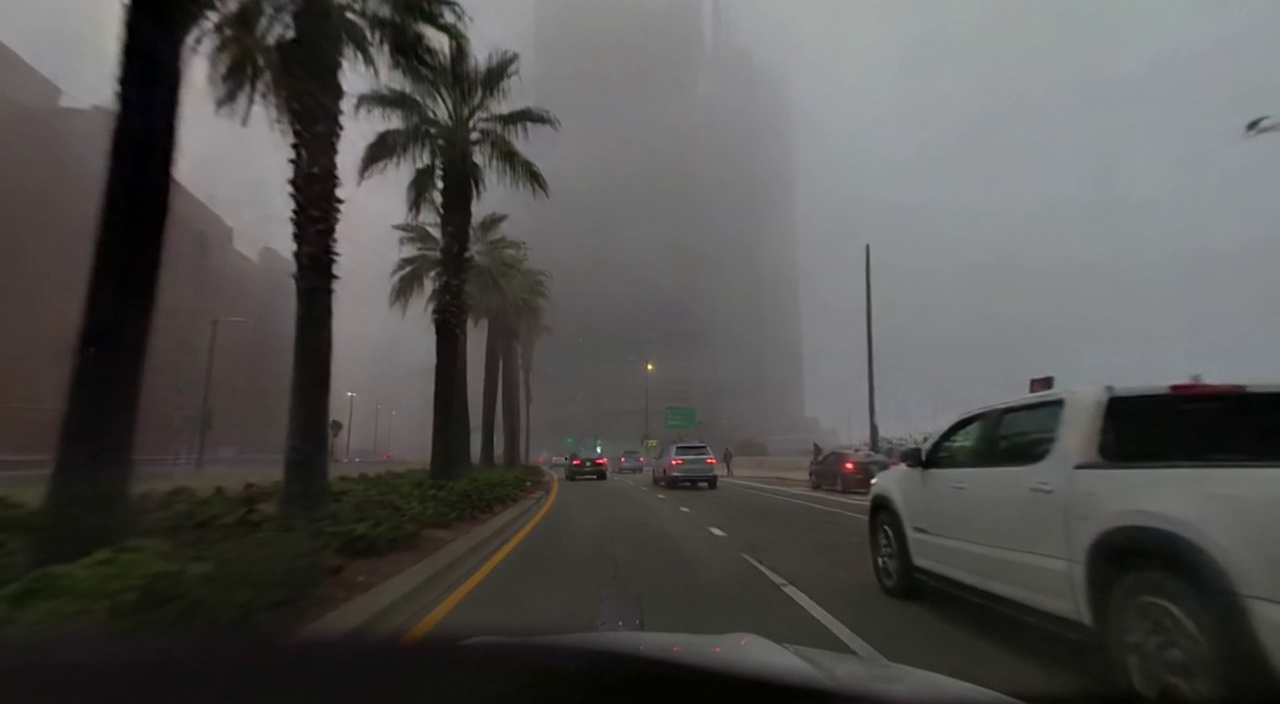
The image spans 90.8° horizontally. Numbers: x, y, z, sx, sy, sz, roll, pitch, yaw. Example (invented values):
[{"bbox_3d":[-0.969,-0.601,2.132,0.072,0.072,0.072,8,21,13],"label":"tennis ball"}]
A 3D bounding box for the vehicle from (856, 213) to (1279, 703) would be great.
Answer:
[{"bbox_3d":[3.531,0.802,3.836,2.434,2.171,5.098,0,-9,-2],"label":"vehicle"}]

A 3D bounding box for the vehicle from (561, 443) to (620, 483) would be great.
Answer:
[{"bbox_3d":[-2.333,4.969,28.639,2.332,1.625,4.933,1,-9,-8],"label":"vehicle"}]

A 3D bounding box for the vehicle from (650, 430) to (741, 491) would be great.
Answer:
[{"bbox_3d":[1.866,3.962,23.455,2.407,1.991,5.130,1,-9,-6],"label":"vehicle"}]
